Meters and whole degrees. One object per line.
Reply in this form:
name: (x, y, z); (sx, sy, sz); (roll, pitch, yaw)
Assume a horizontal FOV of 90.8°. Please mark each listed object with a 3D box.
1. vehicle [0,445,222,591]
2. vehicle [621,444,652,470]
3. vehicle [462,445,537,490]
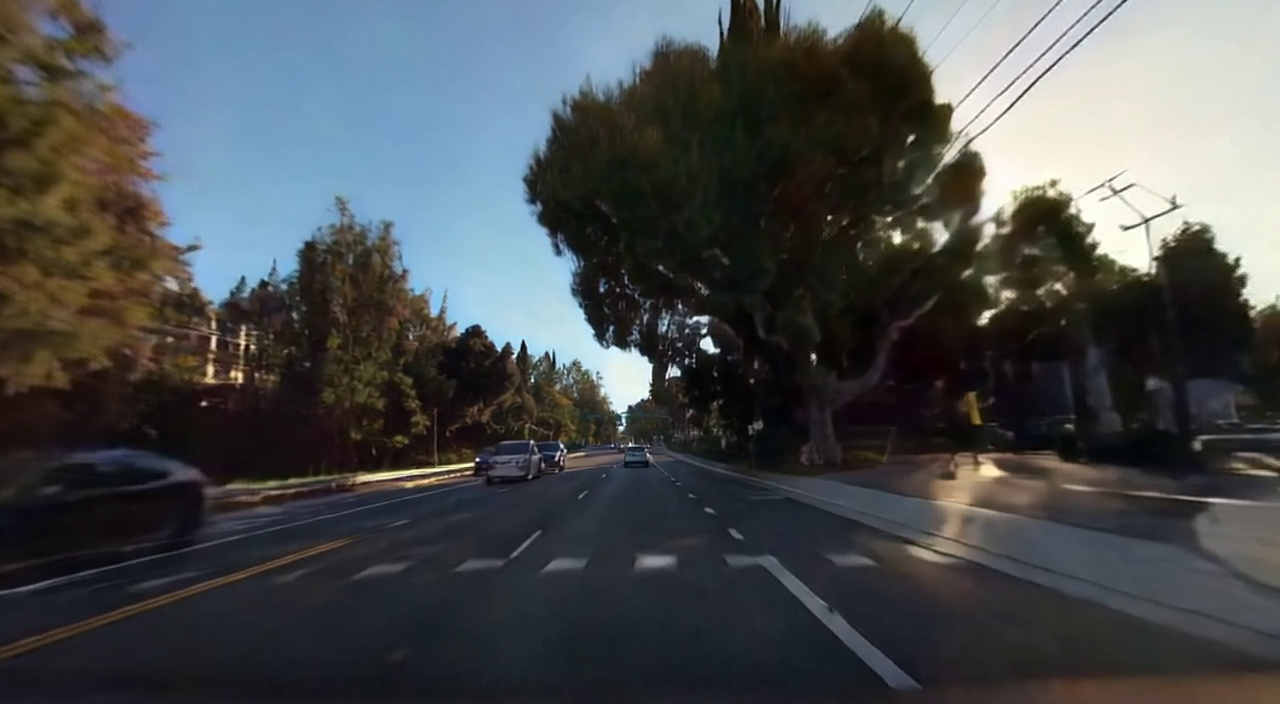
vehicle: (-9.293, 2.417, 9.993); (2.123, 1.844, 4.747); (0, -8, -1)
vehicle: (-0.277, 7.479, 45.401); (2.163, 1.746, 4.073); (0, -8, -1)
vehicle: (-5.902, 4.879, 27.205); (2.143, 1.735, 4.737); (-1, -8, 0)
